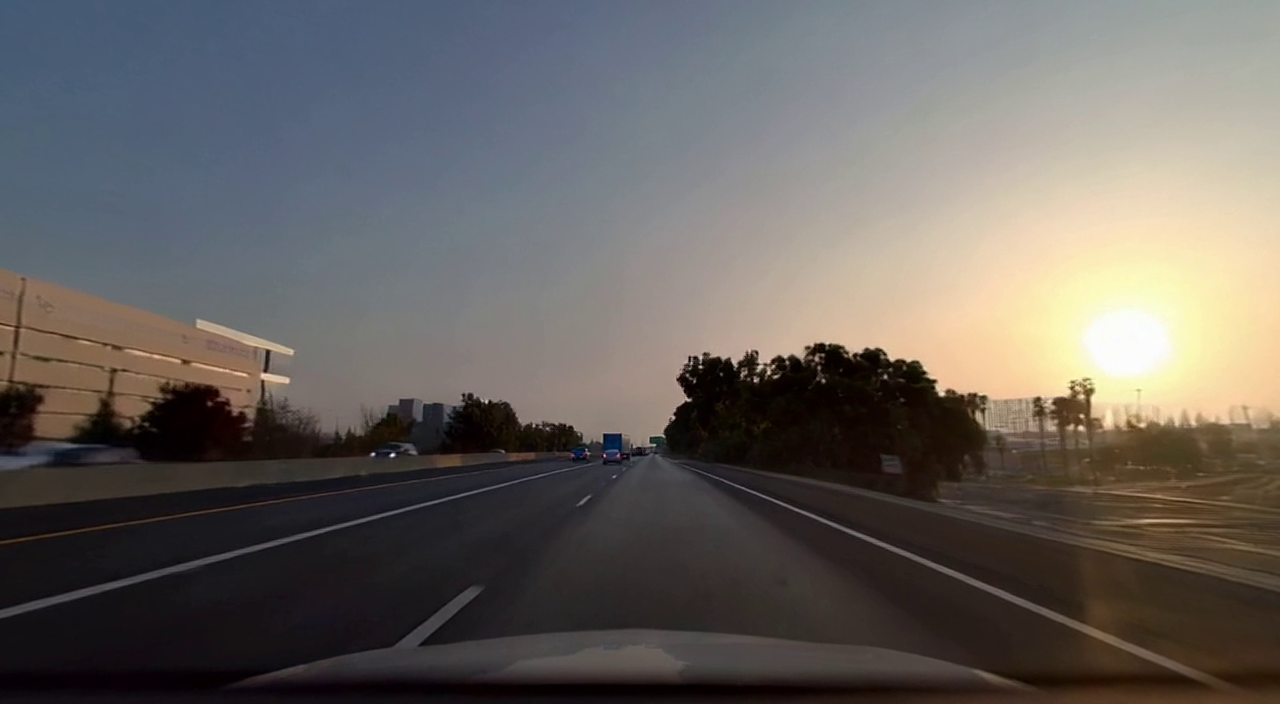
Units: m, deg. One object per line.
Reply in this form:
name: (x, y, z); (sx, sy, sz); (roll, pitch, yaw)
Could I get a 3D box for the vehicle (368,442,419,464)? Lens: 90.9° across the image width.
vehicle: (-19.093, 7.829, 49.045); (1.918, 1.593, 4.638); (-1, -8, 3)

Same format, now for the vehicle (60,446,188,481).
vehicle: (-22.950, 4.937, 28.312); (1.811, 1.423, 4.503); (0, -8, 2)
